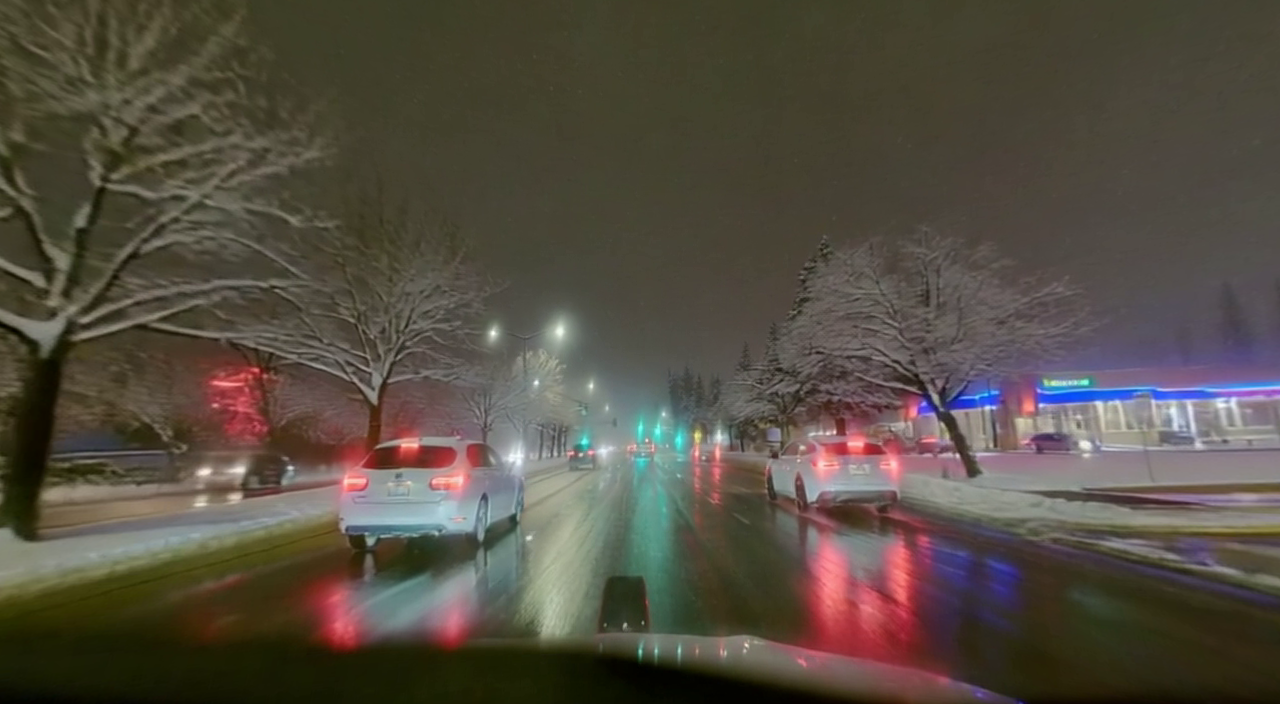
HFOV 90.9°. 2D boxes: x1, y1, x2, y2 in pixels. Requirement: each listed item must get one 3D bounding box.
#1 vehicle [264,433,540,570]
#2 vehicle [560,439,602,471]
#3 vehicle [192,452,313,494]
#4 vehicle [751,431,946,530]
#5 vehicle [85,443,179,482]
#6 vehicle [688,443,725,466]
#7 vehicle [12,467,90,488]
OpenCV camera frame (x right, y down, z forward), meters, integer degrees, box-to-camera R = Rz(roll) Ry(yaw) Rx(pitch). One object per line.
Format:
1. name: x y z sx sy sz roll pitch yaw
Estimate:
1. vehicle: -2.976 1.988 9.337 2.082 1.460 4.922 0 -8 1
2. vehicle: -3.349 5.971 36.755 1.981 1.731 4.360 0 -8 1
3. vehicle: -15.329 4.789 25.317 1.858 1.468 4.666 0 -8 1
4. vehicle: 3.594 2.310 11.984 2.036 1.480 4.659 0 -8 -1
5. vehicle: -39.776 8.647 49.479 5.275 2.878 2.410 -2 -8 2
6. vehicle: 4.466 6.985 43.128 1.996 1.443 4.270 0 -8 -1
7. vehicle: -46.058 9.801 49.316 4.359 1.456 1.744 -1 -9 2
